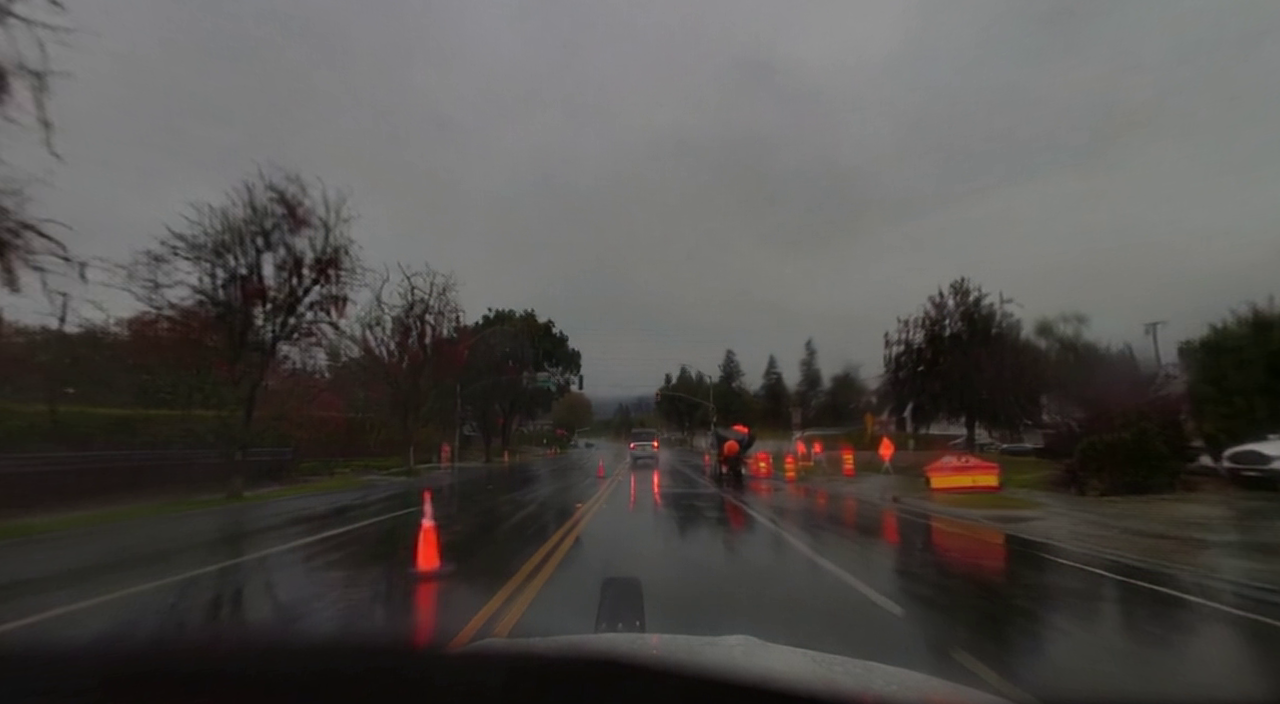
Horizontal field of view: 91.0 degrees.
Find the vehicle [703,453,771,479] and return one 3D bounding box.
[{"bbox_3d":[3.684,4.384,24.384,2.123,0.883,3.024,0,-8,0],"label":"vehicle"}]

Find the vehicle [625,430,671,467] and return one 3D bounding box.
[{"bbox_3d":[0.369,4.829,31.555,2.151,1.708,4.084,0,-8,-1],"label":"vehicle"}]
